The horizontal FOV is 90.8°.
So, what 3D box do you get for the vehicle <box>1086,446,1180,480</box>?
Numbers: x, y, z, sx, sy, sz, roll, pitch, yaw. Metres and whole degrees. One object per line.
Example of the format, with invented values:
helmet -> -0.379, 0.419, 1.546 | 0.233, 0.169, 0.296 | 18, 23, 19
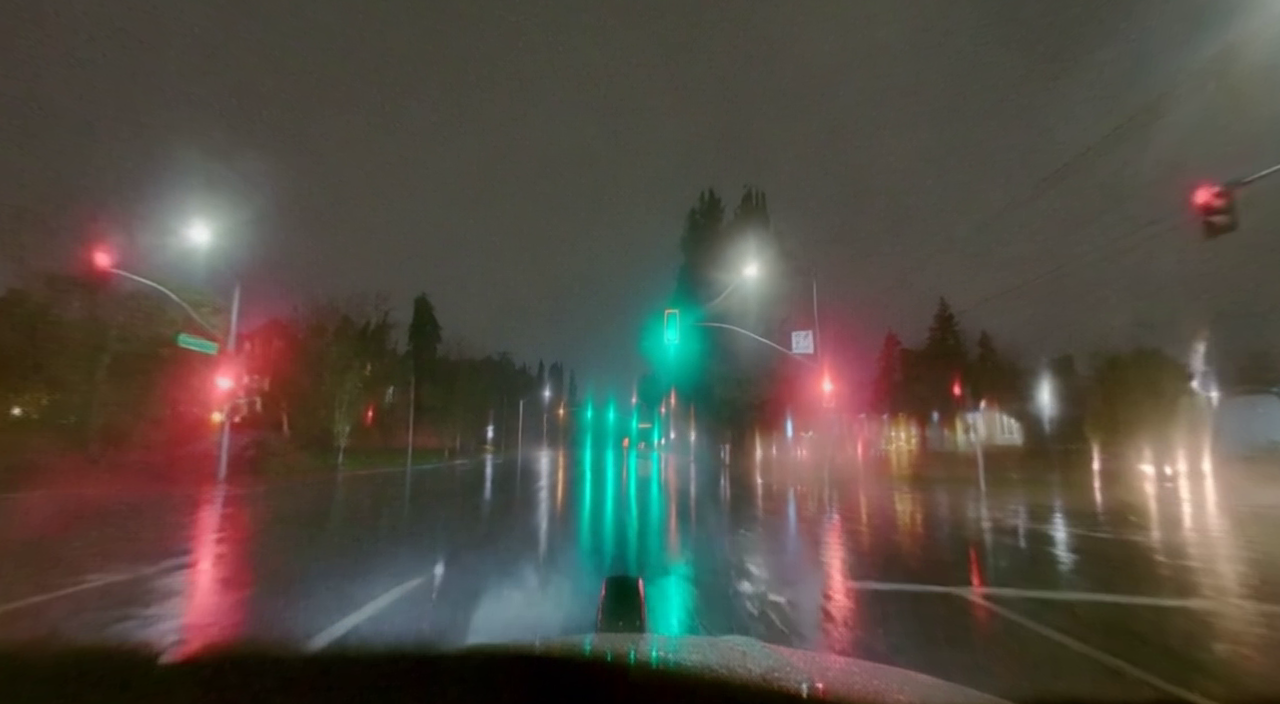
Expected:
vehicle -> 27.087, 6.103, 34.778 | 3.878, 1.462, 1.783 | 5, -7, -5
